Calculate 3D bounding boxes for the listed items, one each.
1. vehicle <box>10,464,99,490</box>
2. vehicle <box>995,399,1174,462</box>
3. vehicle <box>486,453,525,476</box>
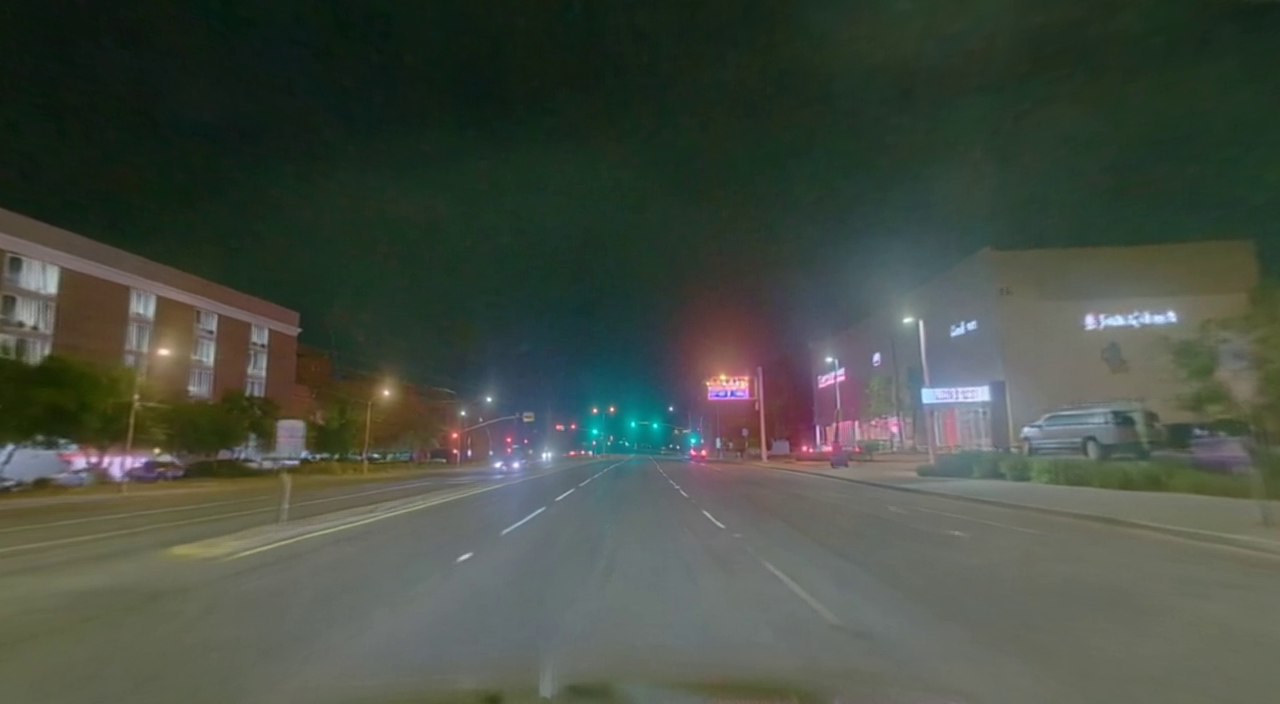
[{"bbox_3d":[-41.479,8.829,44.817,4.377,1.711,1.930,0,-8,1],"label":"vehicle"},{"bbox_3d":[16.651,3.056,24.250,2.228,2.098,5.872,0,-8,-4],"label":"vehicle"},{"bbox_3d":[-9.776,8.188,46.246,1.893,1.525,4.237,0,-8,1],"label":"vehicle"}]
